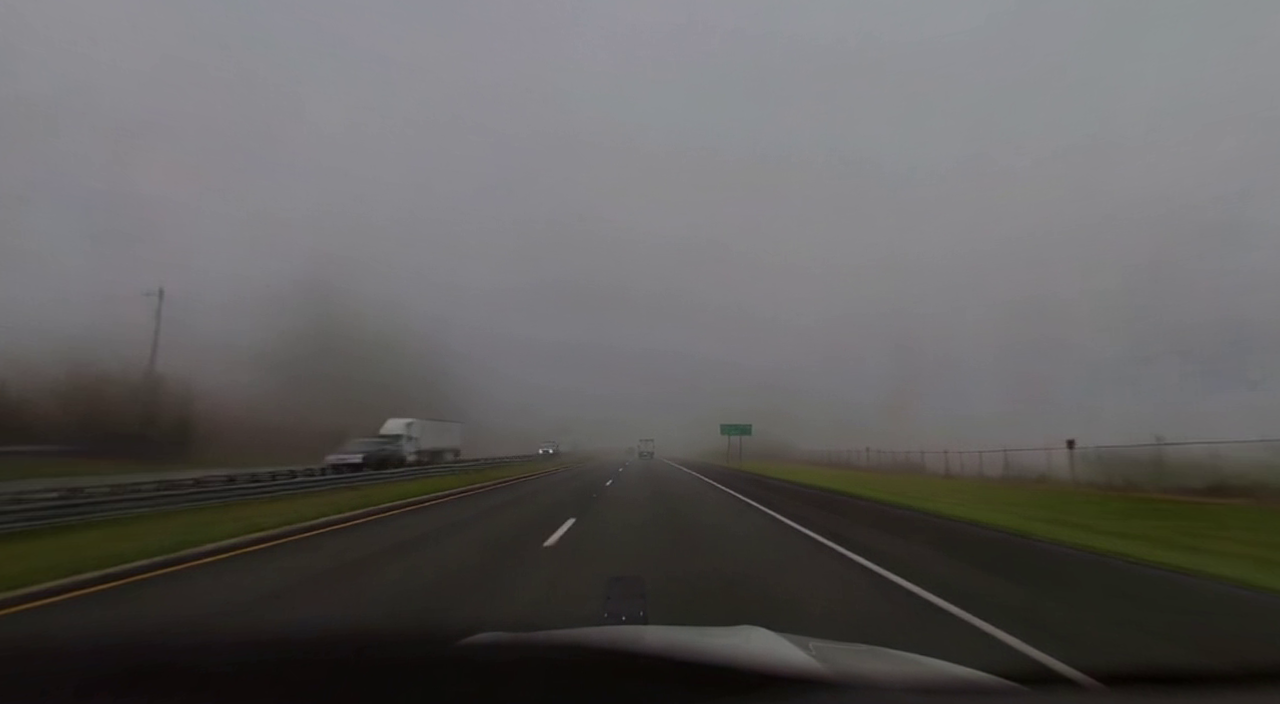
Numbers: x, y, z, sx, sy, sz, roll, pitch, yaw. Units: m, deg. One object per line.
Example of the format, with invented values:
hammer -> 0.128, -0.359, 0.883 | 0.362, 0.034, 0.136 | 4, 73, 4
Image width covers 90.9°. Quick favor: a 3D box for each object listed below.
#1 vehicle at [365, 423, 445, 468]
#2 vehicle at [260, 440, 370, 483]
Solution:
vehicle -> -15.909, 6.413, 43.291 | 2.554, 2.819, 7.254 | 0, -9, 1
vehicle -> -12.302, 4.166, 24.214 | 1.888, 1.462, 4.218 | 0, -9, 1
